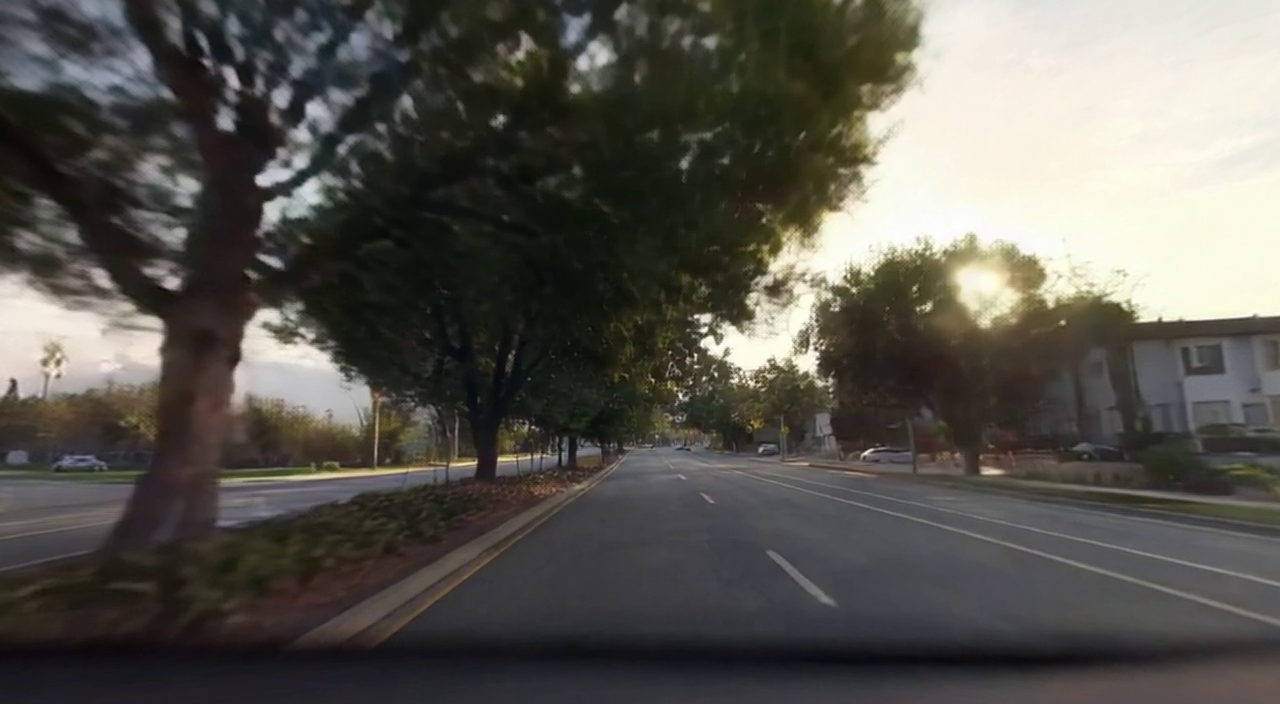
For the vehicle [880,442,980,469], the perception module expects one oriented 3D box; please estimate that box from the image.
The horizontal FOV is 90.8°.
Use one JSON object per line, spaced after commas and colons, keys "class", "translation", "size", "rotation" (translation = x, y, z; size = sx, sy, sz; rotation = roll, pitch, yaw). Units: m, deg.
{"class": "vehicle", "translation": [16.088, 5.761, 35.230], "size": [4.592, 1.472, 2.009], "rotation": [0, -9, 0]}
